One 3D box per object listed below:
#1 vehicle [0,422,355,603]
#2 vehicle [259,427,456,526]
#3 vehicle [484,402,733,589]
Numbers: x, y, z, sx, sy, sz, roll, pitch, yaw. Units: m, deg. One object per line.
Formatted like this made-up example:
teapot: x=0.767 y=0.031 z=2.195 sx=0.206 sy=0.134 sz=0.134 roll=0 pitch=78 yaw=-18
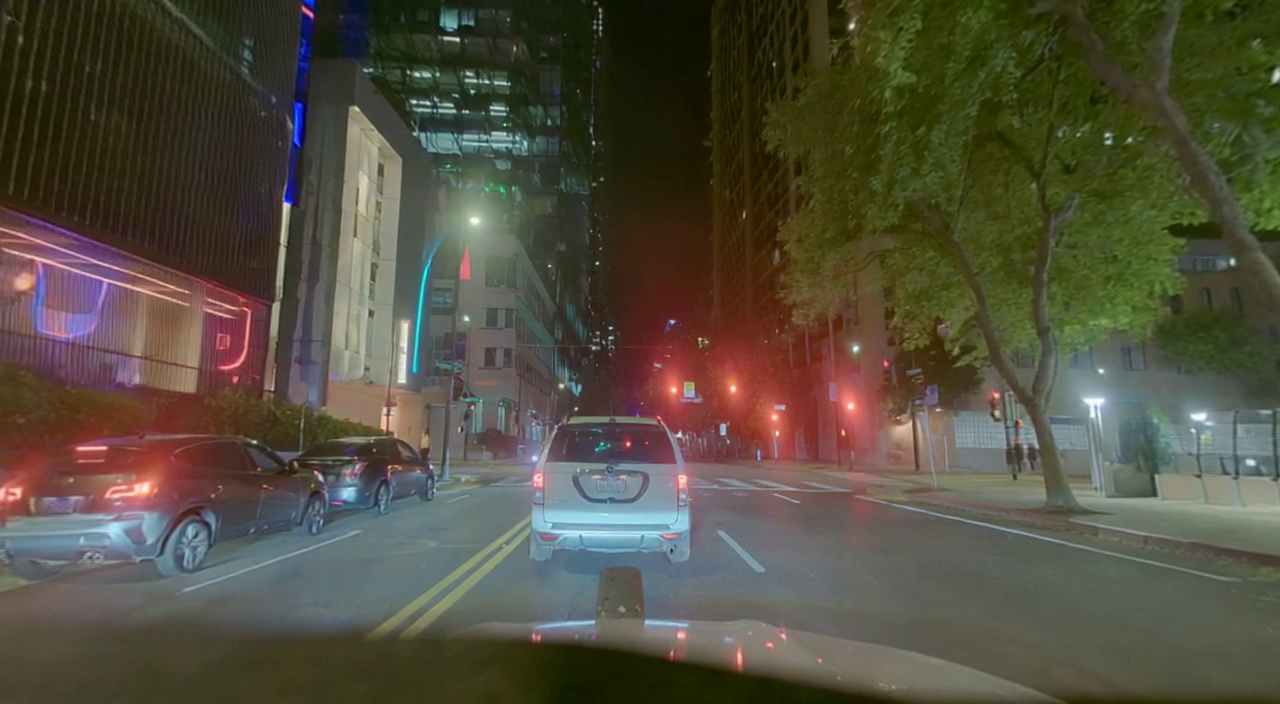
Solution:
vehicle: x=-5.742 y=1.853 z=8.278 sx=1.904 sy=1.684 sz=4.529 roll=0 pitch=-9 yaw=-1
vehicle: x=-5.871 y=2.635 z=13.963 sx=2.077 sy=1.791 sz=4.751 roll=0 pitch=-9 yaw=1
vehicle: x=-0.266 y=1.599 z=7.788 sx=2.258 sy=1.687 sz=3.934 roll=0 pitch=-9 yaw=1
